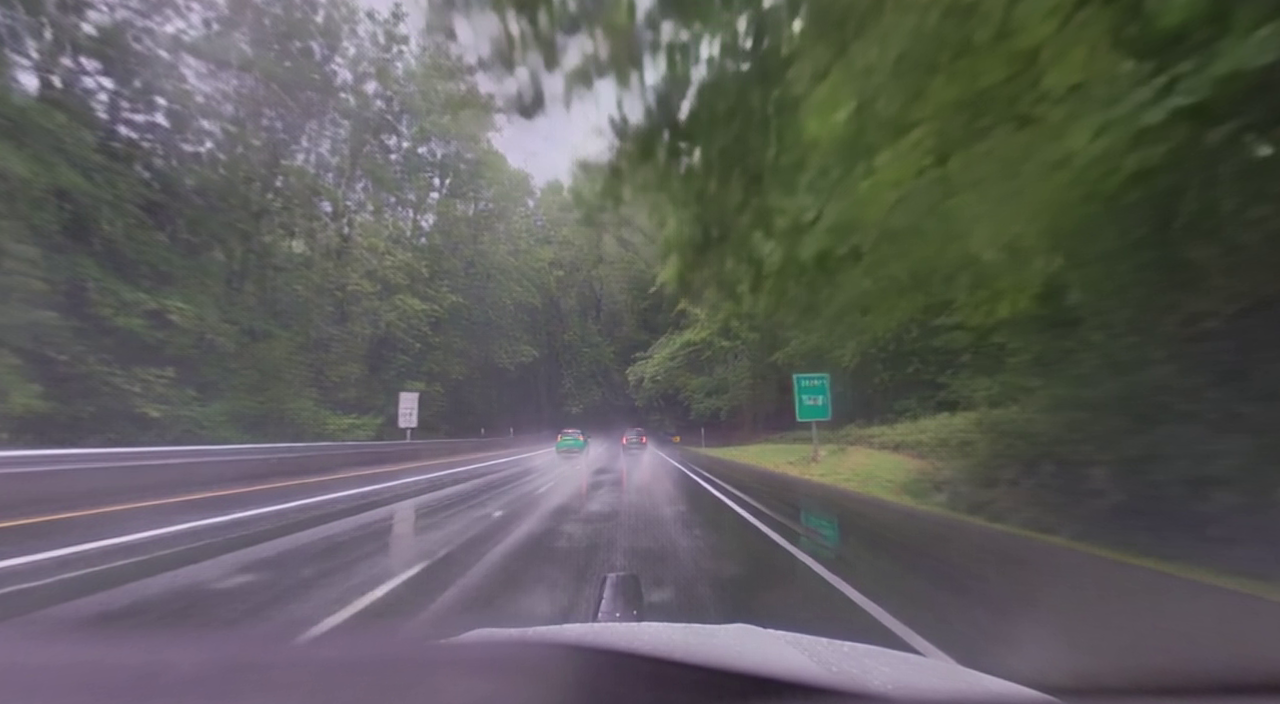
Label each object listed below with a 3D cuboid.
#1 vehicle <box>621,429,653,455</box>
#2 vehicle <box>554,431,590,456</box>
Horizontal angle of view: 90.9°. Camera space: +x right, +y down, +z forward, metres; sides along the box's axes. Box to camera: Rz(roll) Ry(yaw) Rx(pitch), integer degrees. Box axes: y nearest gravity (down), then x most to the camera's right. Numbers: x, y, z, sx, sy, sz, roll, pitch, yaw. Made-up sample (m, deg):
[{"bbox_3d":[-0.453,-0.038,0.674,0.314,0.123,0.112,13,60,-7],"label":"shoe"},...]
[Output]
[{"bbox_3d":[-0.219,6.475,45.517,2.170,1.790,4.490,0,-8,-1],"label":"vehicle"},{"bbox_3d":[-4.546,6.161,42.671,2.055,1.610,4.116,0,-8,0],"label":"vehicle"}]
